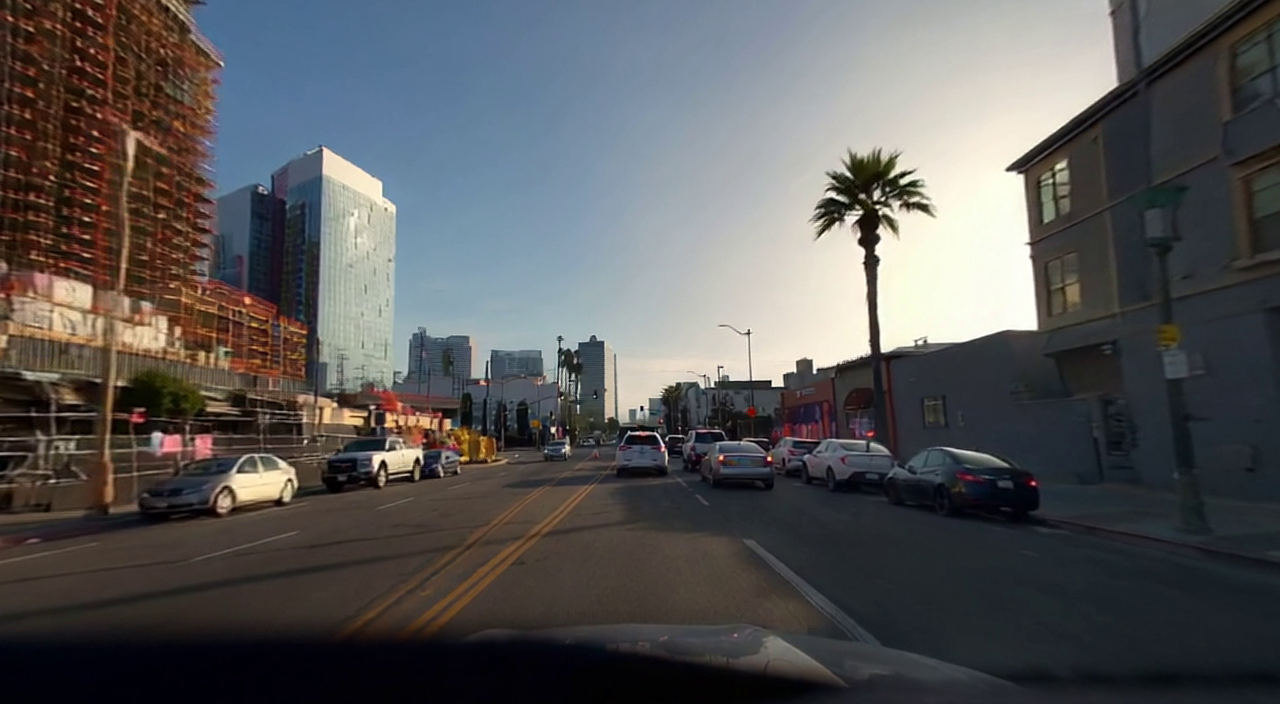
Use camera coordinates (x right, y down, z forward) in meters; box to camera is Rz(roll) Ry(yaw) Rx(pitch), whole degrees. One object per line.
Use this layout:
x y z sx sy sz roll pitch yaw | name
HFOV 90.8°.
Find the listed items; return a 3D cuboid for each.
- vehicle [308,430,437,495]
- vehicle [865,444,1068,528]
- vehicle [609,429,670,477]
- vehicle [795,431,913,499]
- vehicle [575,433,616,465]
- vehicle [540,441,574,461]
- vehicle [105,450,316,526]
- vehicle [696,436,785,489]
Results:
-10.045 4.260 24.397 2.294 1.948 6.025 -6 -10 0 | vehicle
6.439 2.646 13.145 1.819 1.435 4.337 0 -8 -1 | vehicle
-0.030 4.130 26.057 2.264 1.798 4.258 0 -8 0 | vehicle
6.290 3.349 19.182 1.886 1.792 4.525 0 -8 -1 | vehicle
-2.687 5.989 39.105 2.180 1.879 4.452 0 -8 1 | vehicle
-6.530 7.805 49.982 2.020 1.486 4.363 0 -8 1 | vehicle
-9.942 3.142 15.225 1.804 1.478 4.734 0 -8 -1 | vehicle
3.025 3.425 19.893 1.999 1.487 3.939 0 -8 -2 | vehicle
